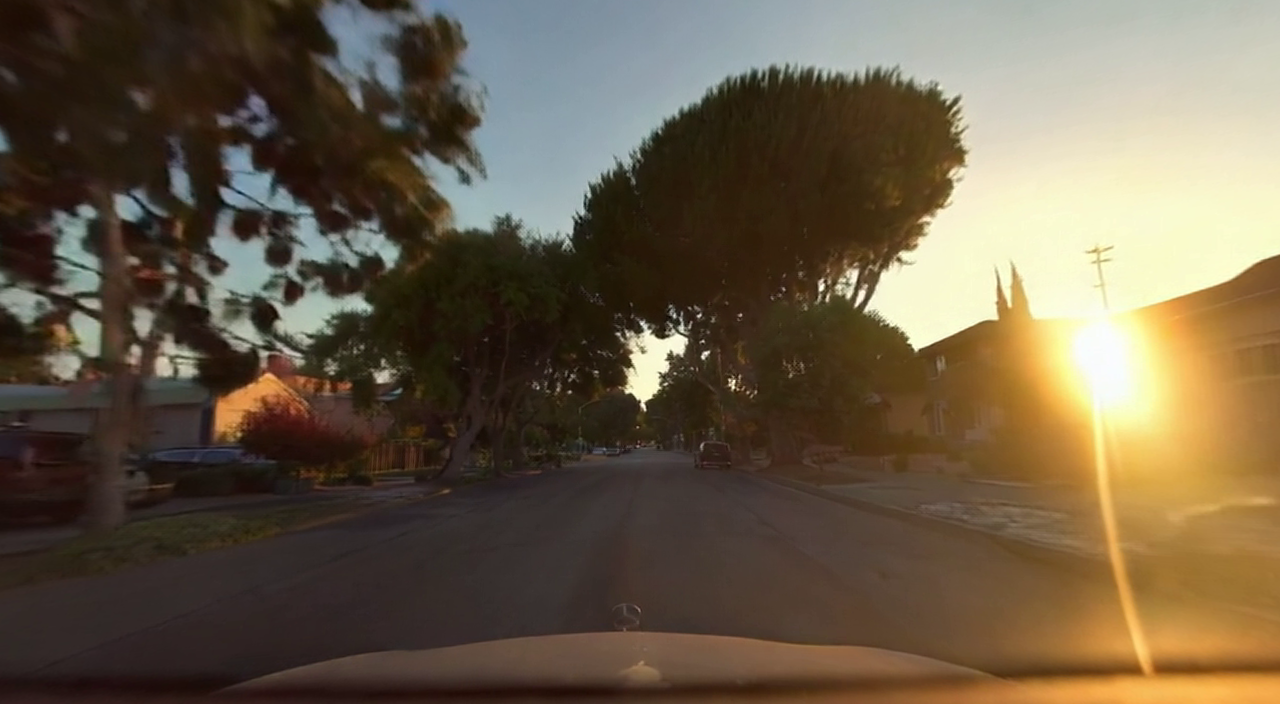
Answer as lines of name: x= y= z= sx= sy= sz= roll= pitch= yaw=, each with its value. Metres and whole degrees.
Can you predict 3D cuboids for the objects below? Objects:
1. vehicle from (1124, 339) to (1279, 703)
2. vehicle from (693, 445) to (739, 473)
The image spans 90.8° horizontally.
vehicle: x=3.661 y=0.595 z=1.119 sx=2.055 sy=1.738 sz=4.448 roll=0 pitch=-9 yaw=0
vehicle: x=4.209 y=6.013 z=35.690 sx=2.013 sy=1.473 sz=4.329 roll=0 pitch=-9 yaw=-1
